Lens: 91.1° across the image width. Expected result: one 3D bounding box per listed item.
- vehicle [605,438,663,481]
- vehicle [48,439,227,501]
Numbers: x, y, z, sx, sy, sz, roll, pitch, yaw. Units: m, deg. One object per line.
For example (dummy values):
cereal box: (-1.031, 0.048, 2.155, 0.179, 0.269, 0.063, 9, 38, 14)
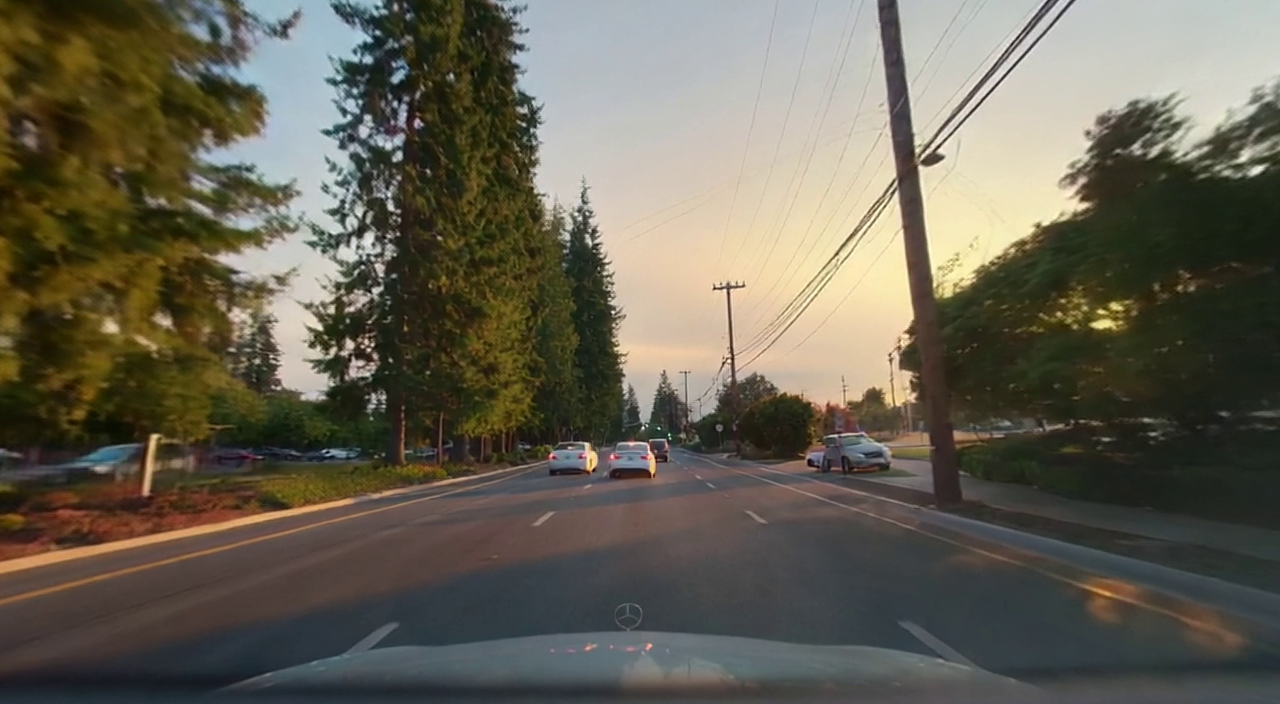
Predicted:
vehicle: (-0.194, 3.982, 23.576, 1.991, 1.463, 3.988, 0, -8, 0)
vehicle: (-16.141, 3.770, 20.555, 2.061, 1.772, 4.501, 0, -8, 1)
